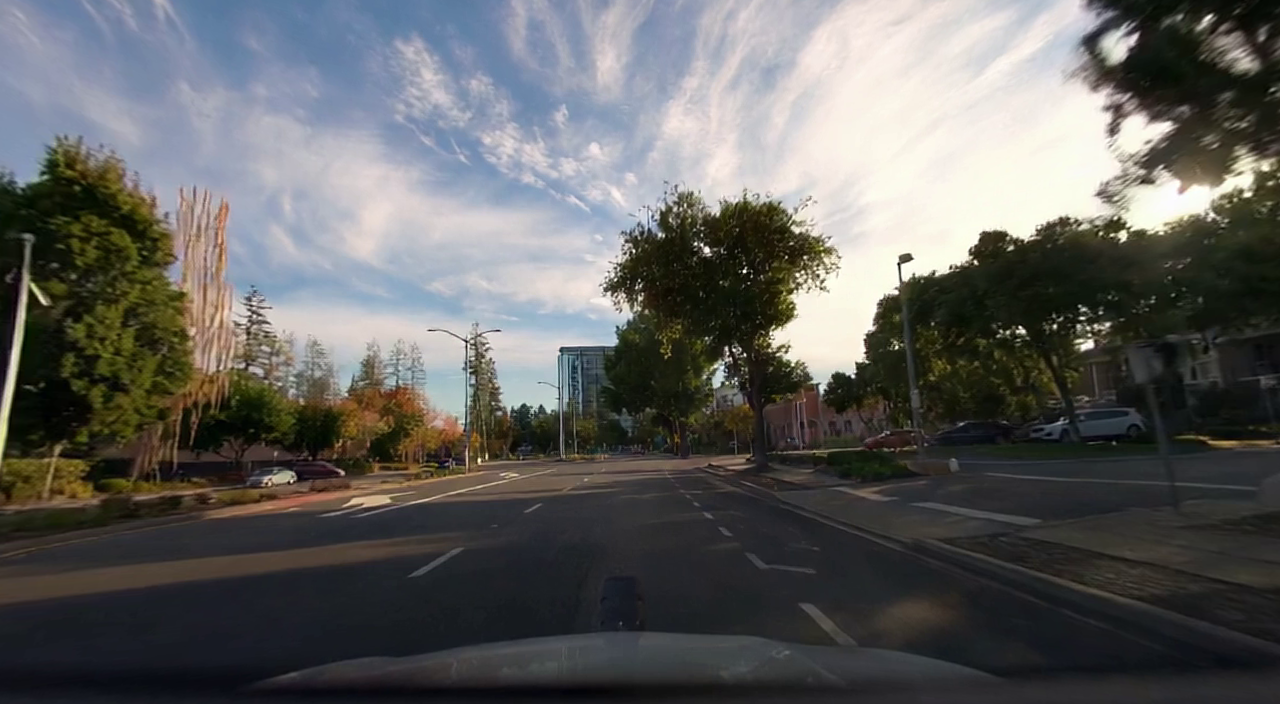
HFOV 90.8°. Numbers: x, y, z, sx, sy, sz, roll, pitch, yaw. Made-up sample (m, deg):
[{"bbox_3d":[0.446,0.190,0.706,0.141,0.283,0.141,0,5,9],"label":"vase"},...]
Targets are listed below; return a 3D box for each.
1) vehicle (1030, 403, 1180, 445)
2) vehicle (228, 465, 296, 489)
[{"bbox_3d":[24.083,3.794,32.860,6.146,2.098,2.167,0,-8,-4],"label":"vehicle"},{"bbox_3d":[-26.850,8.861,45.064,1.916,1.456,4.597,0,-8,1],"label":"vehicle"}]
